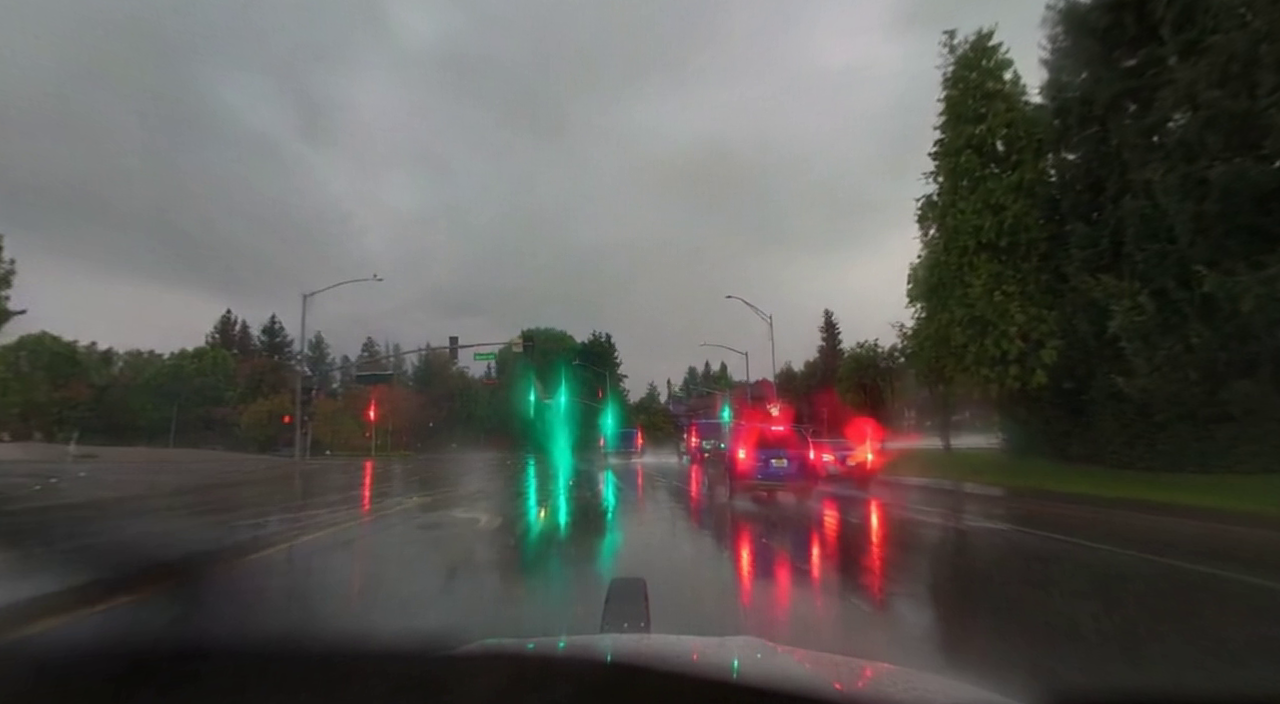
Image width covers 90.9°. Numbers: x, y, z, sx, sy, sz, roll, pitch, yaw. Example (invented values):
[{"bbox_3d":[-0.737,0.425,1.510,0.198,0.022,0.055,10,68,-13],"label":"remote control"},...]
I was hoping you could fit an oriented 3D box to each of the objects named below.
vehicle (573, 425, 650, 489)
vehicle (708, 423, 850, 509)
[{"bbox_3d":[-1.054,3.353,20.527,2.185,1.822,4.583,1,-8,-6],"label":"vehicle"},{"bbox_3d":[3.028,2.601,14.887,2.024,1.686,4.588,0,-8,-4],"label":"vehicle"}]
